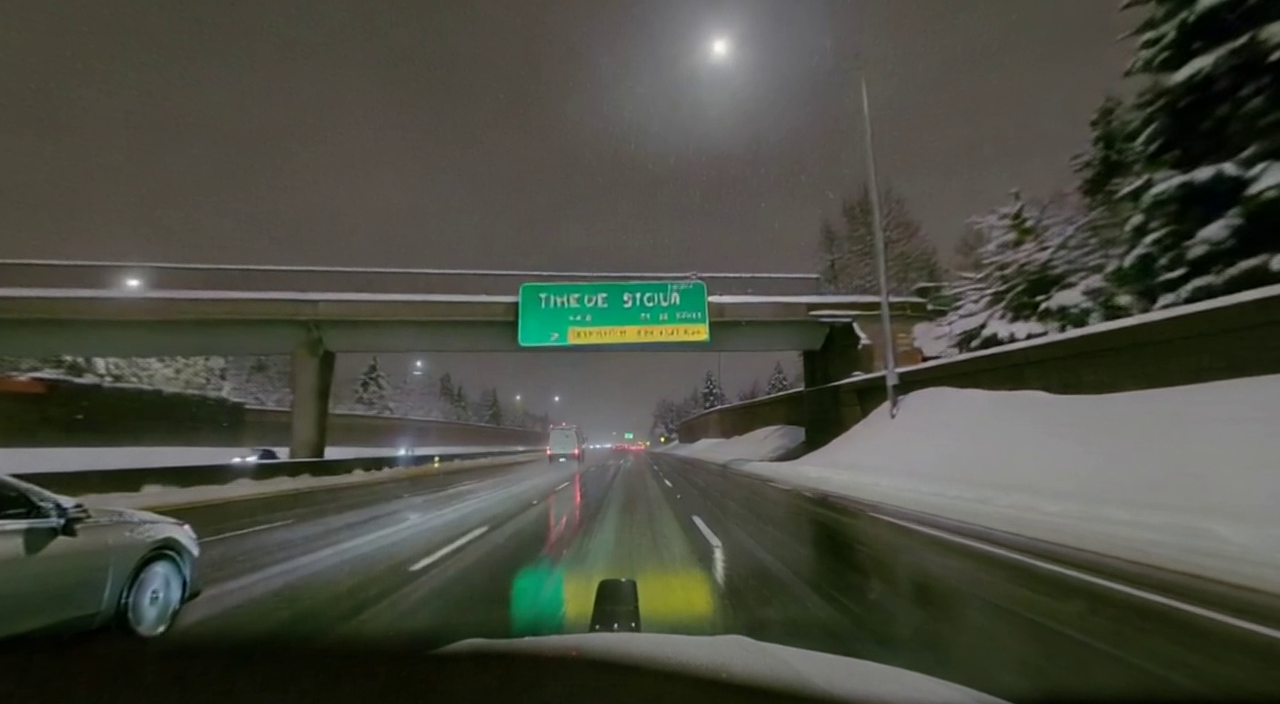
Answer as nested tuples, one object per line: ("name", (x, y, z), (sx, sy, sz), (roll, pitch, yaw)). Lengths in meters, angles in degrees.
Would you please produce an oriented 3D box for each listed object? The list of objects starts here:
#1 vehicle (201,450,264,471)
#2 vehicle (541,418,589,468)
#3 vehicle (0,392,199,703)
("vehicle", (-30.739, 8.157, 47.792), (1.829, 1.435, 4.486), (0, -8, -1))
("vehicle", (-4.684, 5.868, 40.648), (2.364, 2.953, 6.732), (0, -8, -1))
("vehicle", (-4.082, 0.825, 2.028), (2.025, 1.556, 4.594), (0, -8, -1))
